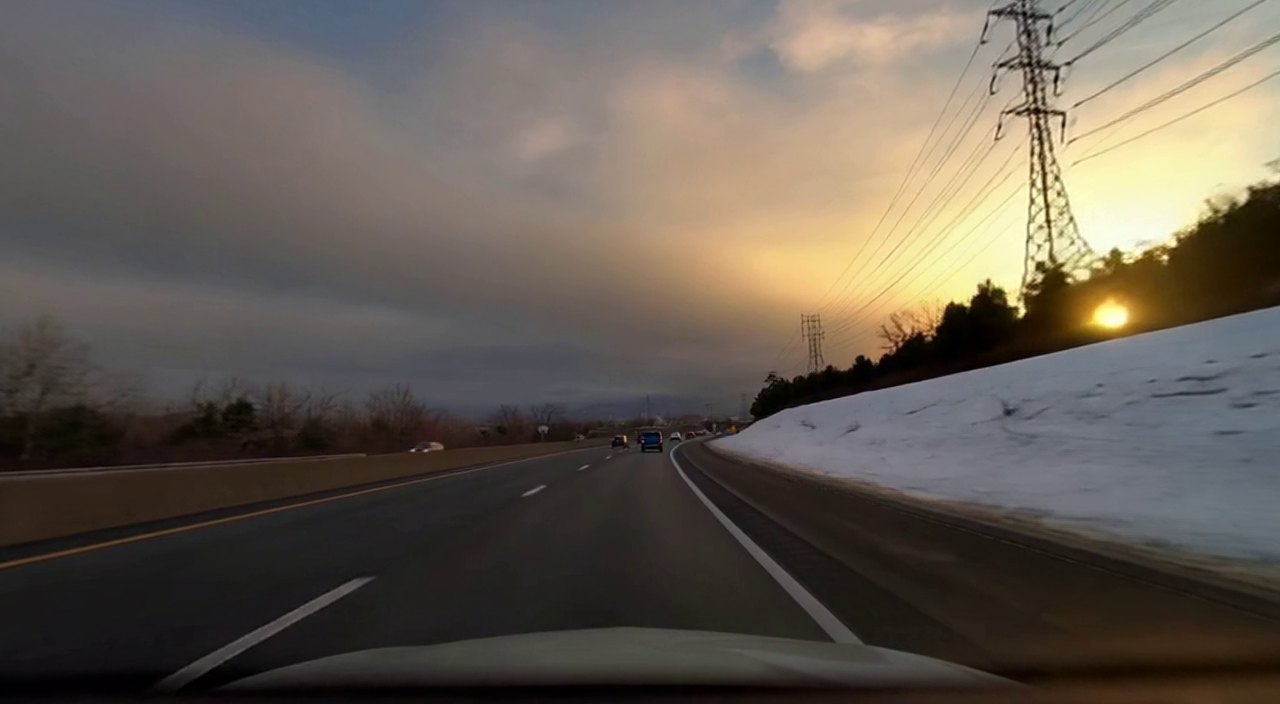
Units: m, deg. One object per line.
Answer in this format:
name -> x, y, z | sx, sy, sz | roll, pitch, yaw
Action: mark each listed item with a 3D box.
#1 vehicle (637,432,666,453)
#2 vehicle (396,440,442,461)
vehicle -> 0.898, 6.877, 47.740 | 2.077, 1.523, 4.206 | 0, -8, 2
vehicle -> -17.370, 7.727, 49.606 | 1.933, 1.525, 4.315 | 0, -8, 2
